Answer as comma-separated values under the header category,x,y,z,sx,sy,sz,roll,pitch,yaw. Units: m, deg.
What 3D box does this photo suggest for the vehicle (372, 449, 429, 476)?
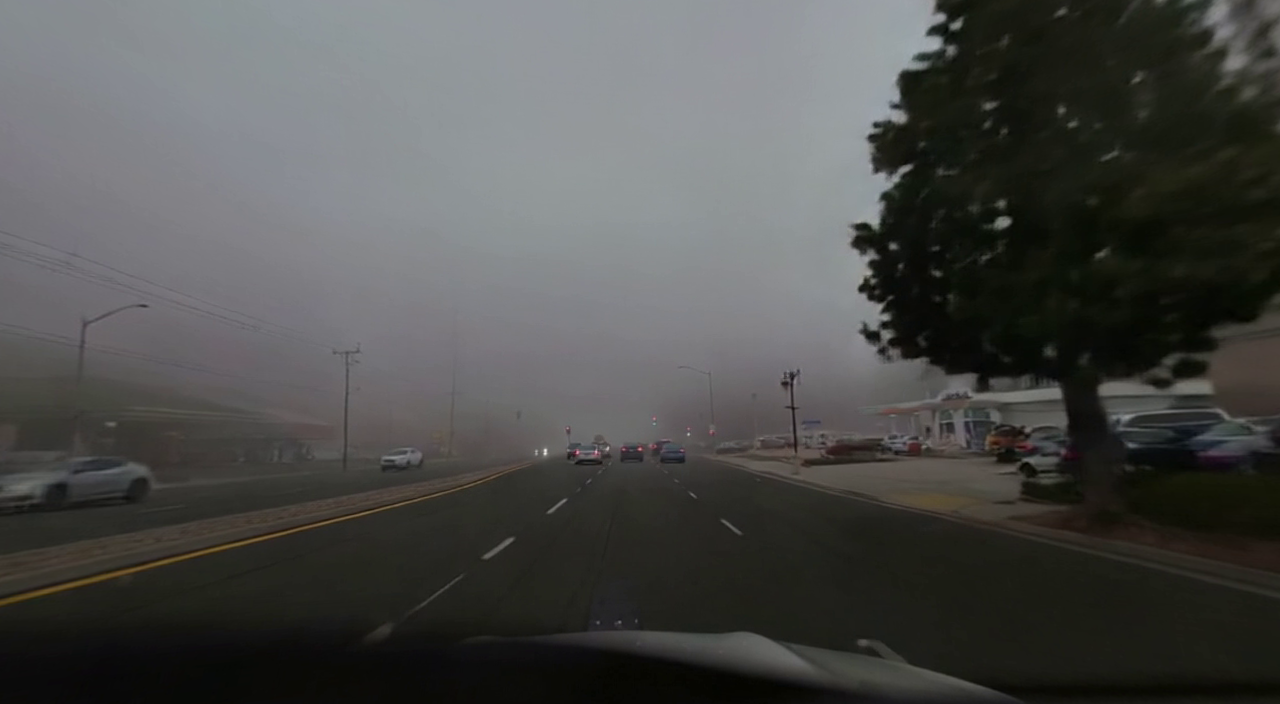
category,x,y,z,sx,sy,sz,roll,pitch,yaw
vehicle,-15.096,6.940,40.013,1.939,1.594,4.284,0,-8,0

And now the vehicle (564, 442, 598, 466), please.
category,x,y,z,sx,sy,sz,roll,pitch,yaw
vehicle,-4.227,7.388,46.056,2.040,1.661,4.573,0,-8,0

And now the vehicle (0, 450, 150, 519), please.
category,x,y,z,sx,sy,sz,roll,pitch,yaw
vehicle,-18.033,4.000,19.390,2.129,1.797,4.866,-4,-8,0
